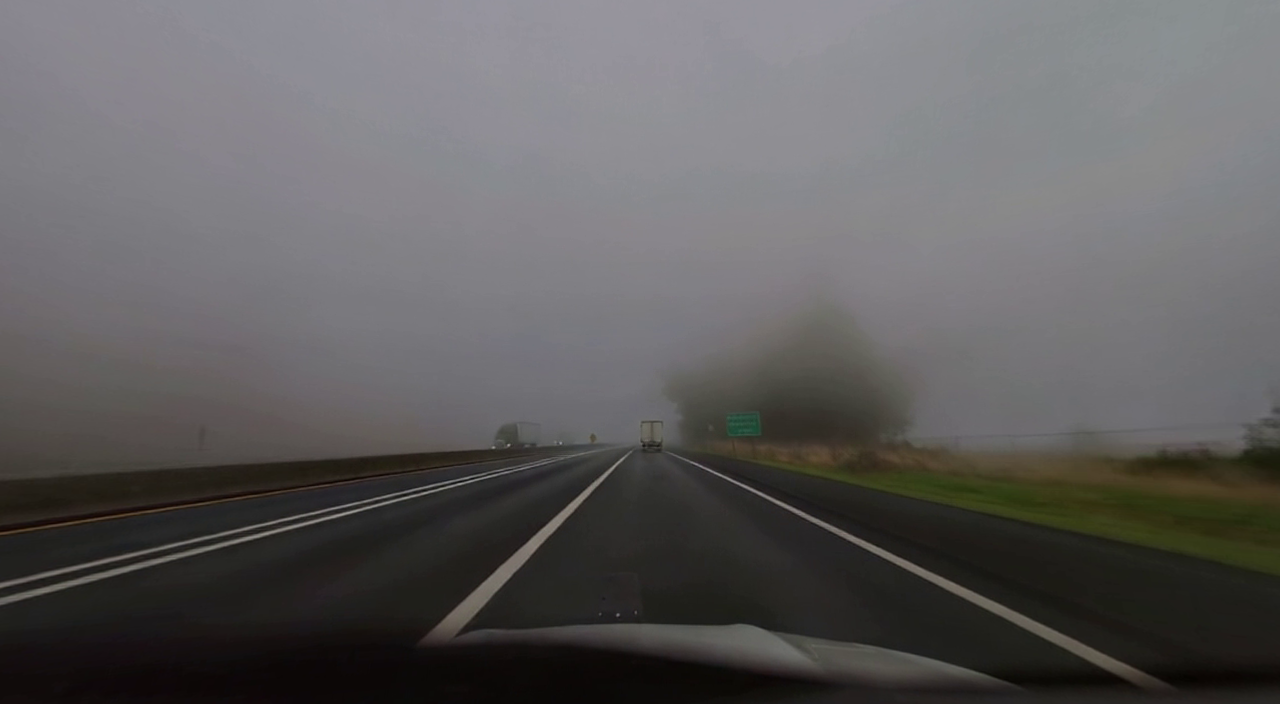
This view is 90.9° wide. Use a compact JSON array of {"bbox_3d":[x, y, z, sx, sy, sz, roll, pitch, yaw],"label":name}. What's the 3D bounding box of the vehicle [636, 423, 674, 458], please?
[{"bbox_3d":[0.965,6.376,45.689,2.495,2.327,5.800,0,-8,-1],"label":"vehicle"}]
